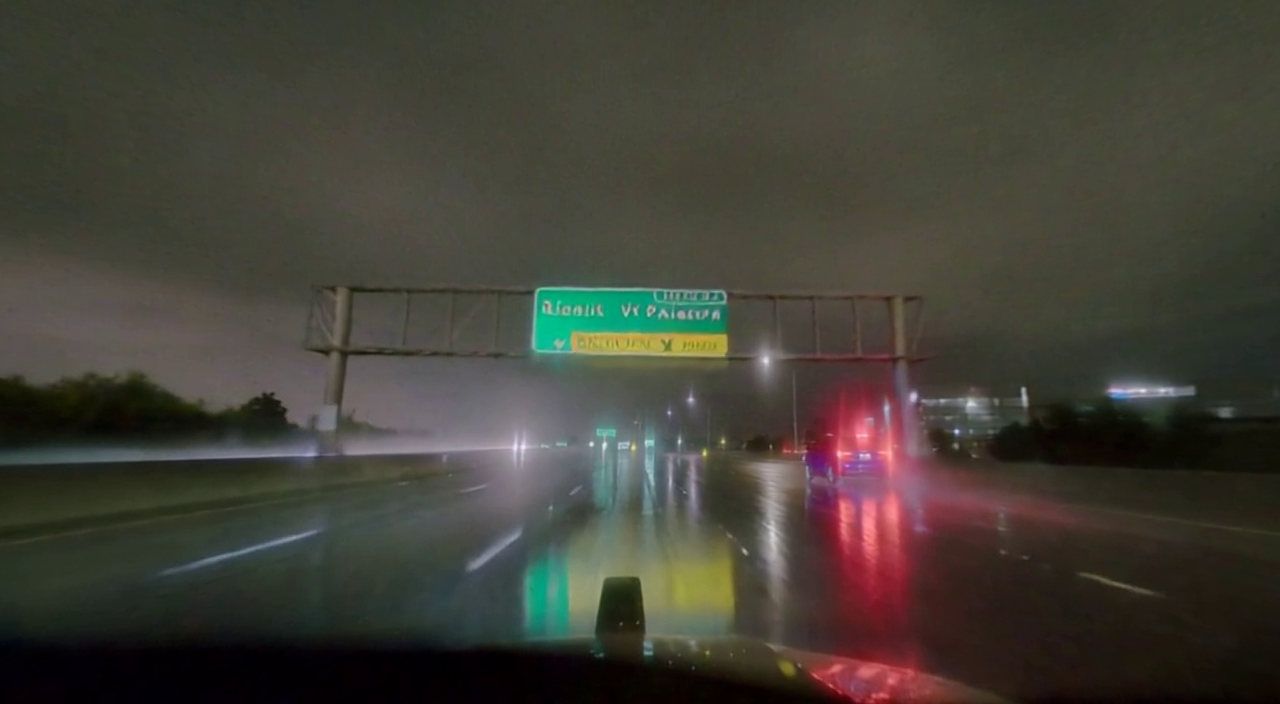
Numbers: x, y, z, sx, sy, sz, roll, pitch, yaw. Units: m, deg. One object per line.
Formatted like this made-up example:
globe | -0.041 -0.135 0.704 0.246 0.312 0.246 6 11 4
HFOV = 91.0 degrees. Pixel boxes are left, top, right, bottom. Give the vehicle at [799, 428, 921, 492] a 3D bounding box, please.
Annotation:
vehicle | 6.536 3.263 19.335 2.091 1.711 4.383 0 -9 -1

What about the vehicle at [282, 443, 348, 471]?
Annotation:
vehicle | -19.369 6.271 37.756 1.818 1.544 4.027 0 -9 -1
